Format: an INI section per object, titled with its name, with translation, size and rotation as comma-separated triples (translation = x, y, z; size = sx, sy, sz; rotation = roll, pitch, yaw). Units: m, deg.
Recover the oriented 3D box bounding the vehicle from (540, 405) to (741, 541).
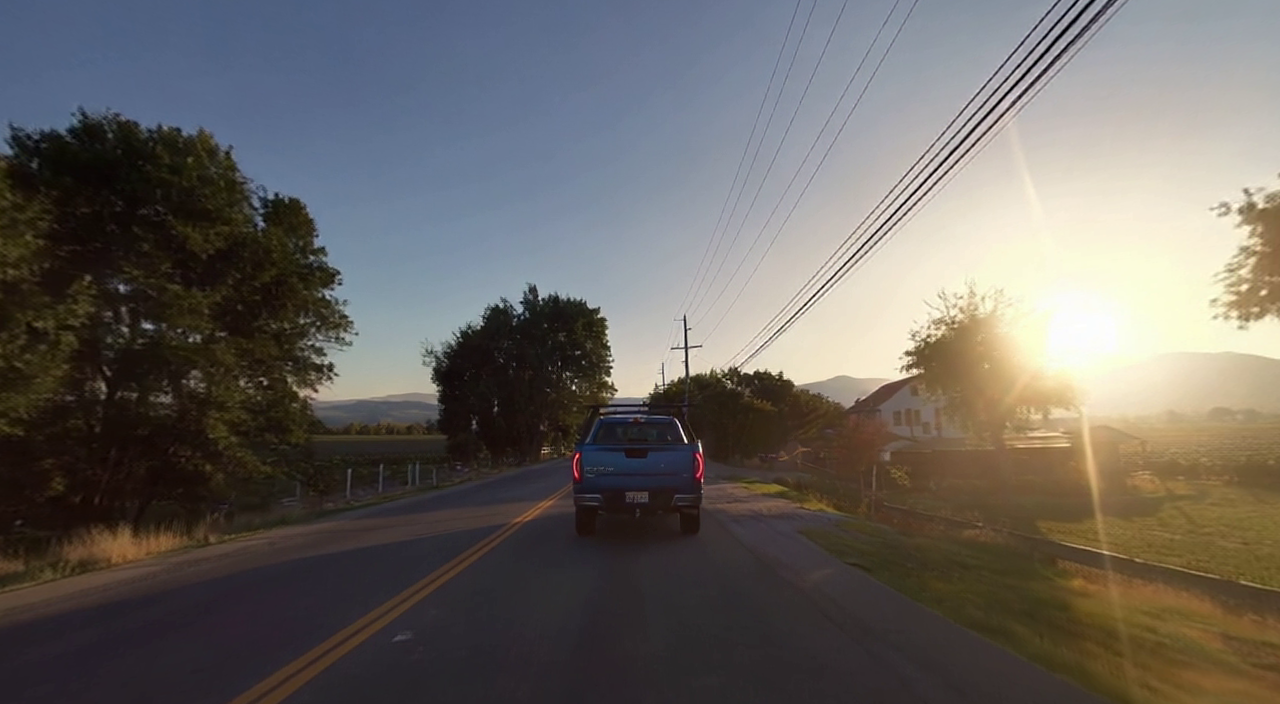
[vehicle]
translation = -0.064, 2.112, 11.773
size = 2.774, 1.861, 5.885
rotation = 0, -8, -2
